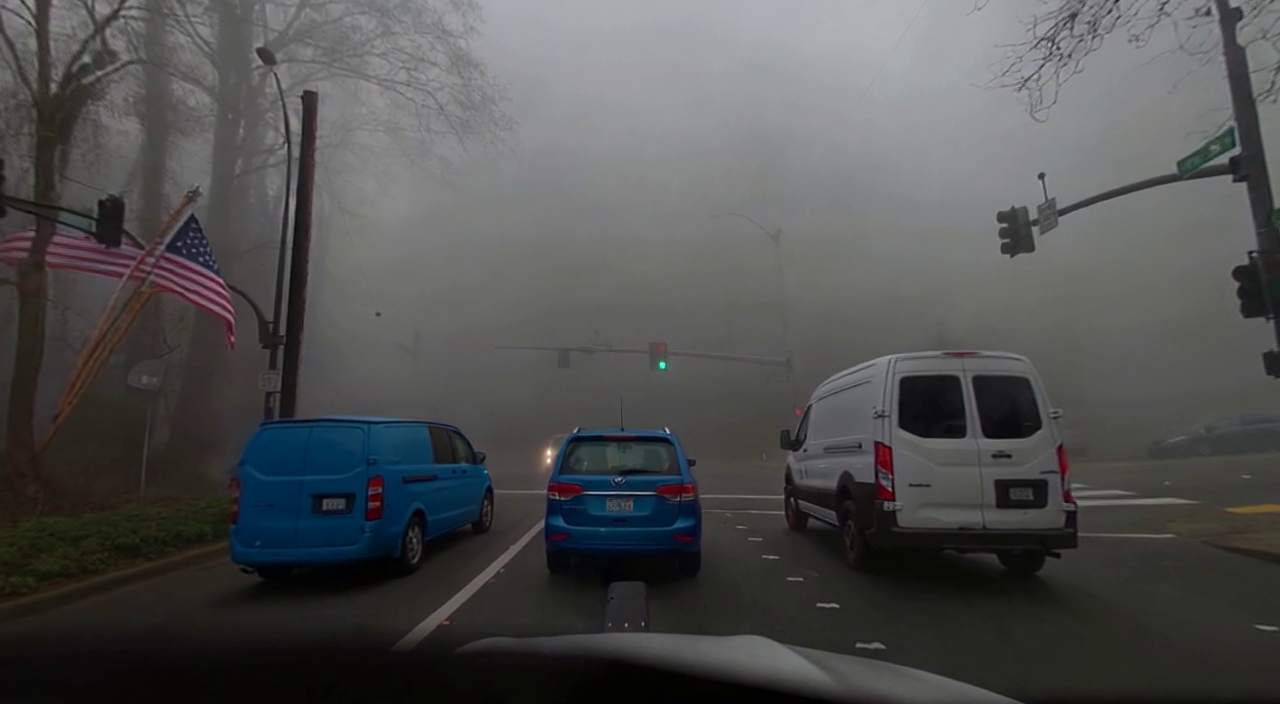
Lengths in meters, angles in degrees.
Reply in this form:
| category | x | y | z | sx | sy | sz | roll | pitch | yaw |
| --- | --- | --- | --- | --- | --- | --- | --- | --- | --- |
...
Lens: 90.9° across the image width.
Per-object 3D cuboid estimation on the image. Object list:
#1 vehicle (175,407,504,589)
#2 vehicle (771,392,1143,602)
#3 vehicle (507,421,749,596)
| category | x | y | z | sx | sy | sz | roll | pitch | yaw |
| --- | --- | --- | --- | --- | --- | --- | --- | --- | --- |
| vehicle | -3.269 | 1.666 | 7.973 | 2.024 | 1.677 | 3.998 | 0 | -9 | 3 |
| vehicle | 3.109 | 1.543 | 7.548 | 2.178 | 1.746 | 4.400 | 0 | -9 | 1 |
| vehicle | -0.134 | 1.670 | 7.600 | 2.098 | 1.494 | 4.118 | 0 | -9 | -1 |
